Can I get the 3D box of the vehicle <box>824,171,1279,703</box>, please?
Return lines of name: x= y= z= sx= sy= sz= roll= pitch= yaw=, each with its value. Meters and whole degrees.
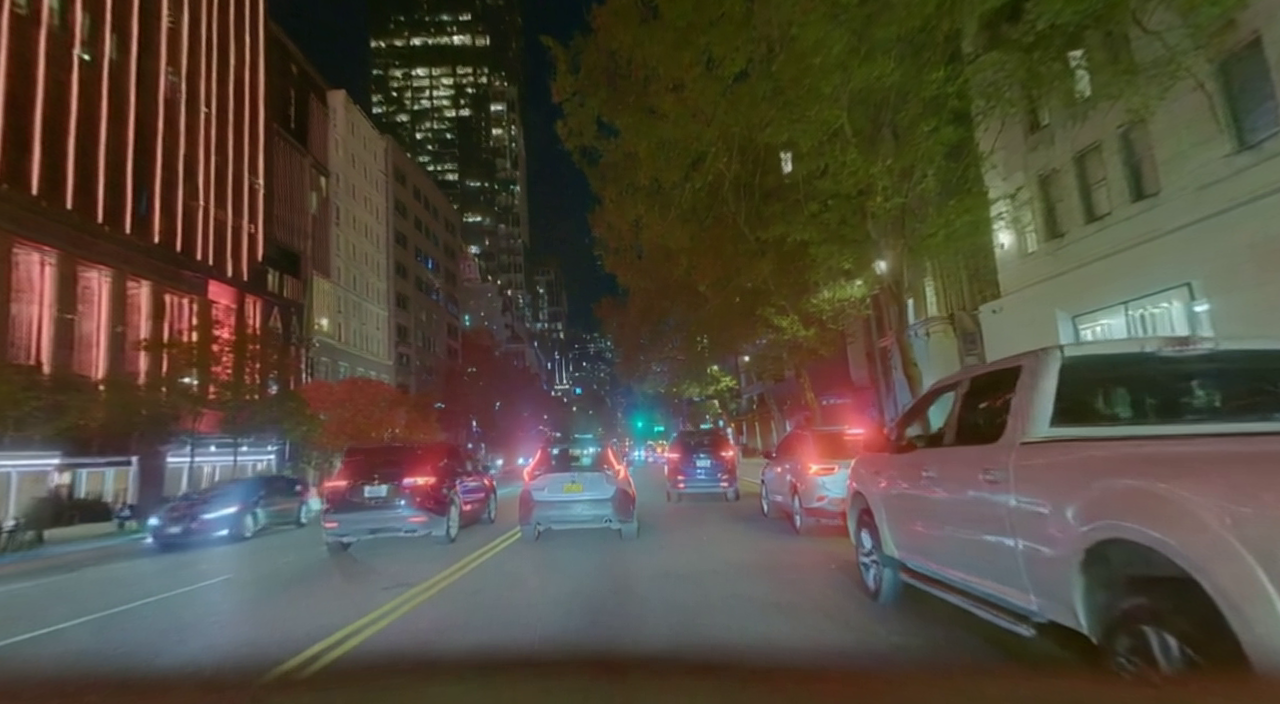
vehicle: x=2.981 y=0.757 z=3.565 sx=2.225 sy=2.070 sz=5.264 roll=0 pitch=-8 yaw=-1

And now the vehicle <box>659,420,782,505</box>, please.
vehicle: x=2.385 y=2.953 z=17.405 sx=2.352 sy=1.953 sz=4.798 roll=-3 pitch=-9 yaw=19

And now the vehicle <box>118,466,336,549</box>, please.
vehicle: x=-9.273 y=3.488 z=14.822 sx=1.976 sy=1.475 sz=4.684 roll=0 pitch=-9 yaw=0

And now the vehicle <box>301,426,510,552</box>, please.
vehicle: x=-3.939 y=2.356 z=11.690 sx=2.000 sy=1.818 sz=4.668 roll=0 pitch=-8 yaw=1

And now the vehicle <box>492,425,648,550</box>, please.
vehicle: x=-0.923 y=2.124 z=10.575 sx=2.076 sy=1.667 sz=3.948 roll=0 pitch=-8 yaw=1
